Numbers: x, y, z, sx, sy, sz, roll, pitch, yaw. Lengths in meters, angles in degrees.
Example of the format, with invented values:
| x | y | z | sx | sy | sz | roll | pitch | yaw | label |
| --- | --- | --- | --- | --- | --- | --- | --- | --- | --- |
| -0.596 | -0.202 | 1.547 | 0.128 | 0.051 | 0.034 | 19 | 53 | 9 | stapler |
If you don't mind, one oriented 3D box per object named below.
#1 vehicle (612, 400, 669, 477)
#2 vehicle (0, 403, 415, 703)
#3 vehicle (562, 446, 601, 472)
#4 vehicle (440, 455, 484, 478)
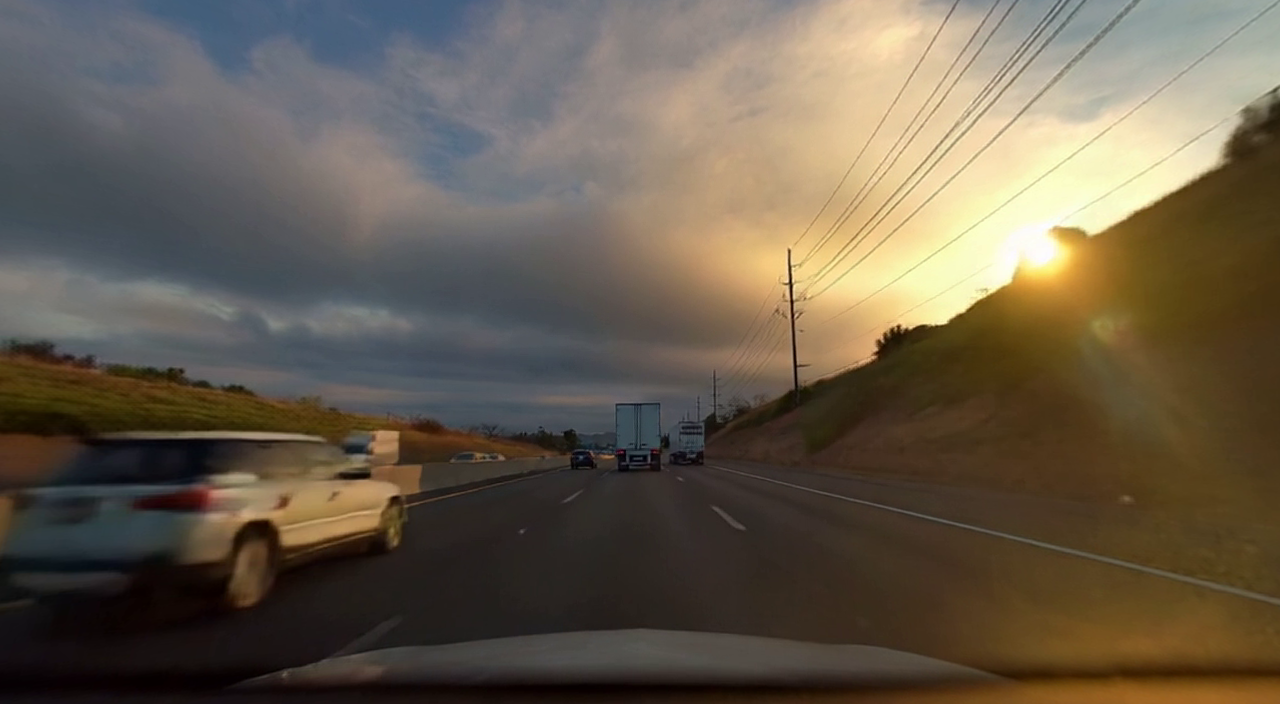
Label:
| x | y | z | sx | sy | sz | roll | pitch | yaw | label |
| --- | --- | --- | --- | --- | --- | --- | --- | --- | --- |
| 0.104 | 5.428 | 38.986 | 2.985 | 4.025 | 10.982 | 0 | -9 | 1 | vehicle |
| -3.603 | 1.314 | 4.668 | 2.128 | 1.533 | 4.694 | 0 | -9 | 0 | vehicle |
| -3.931 | 7.285 | 43.019 | 2.170 | 1.657 | 4.573 | 0 | -9 | 1 | vehicle |
| -11.967 | 7.713 | 42.683 | 1.766 | 1.423 | 4.036 | 0 | -9 | 1 | vehicle |
